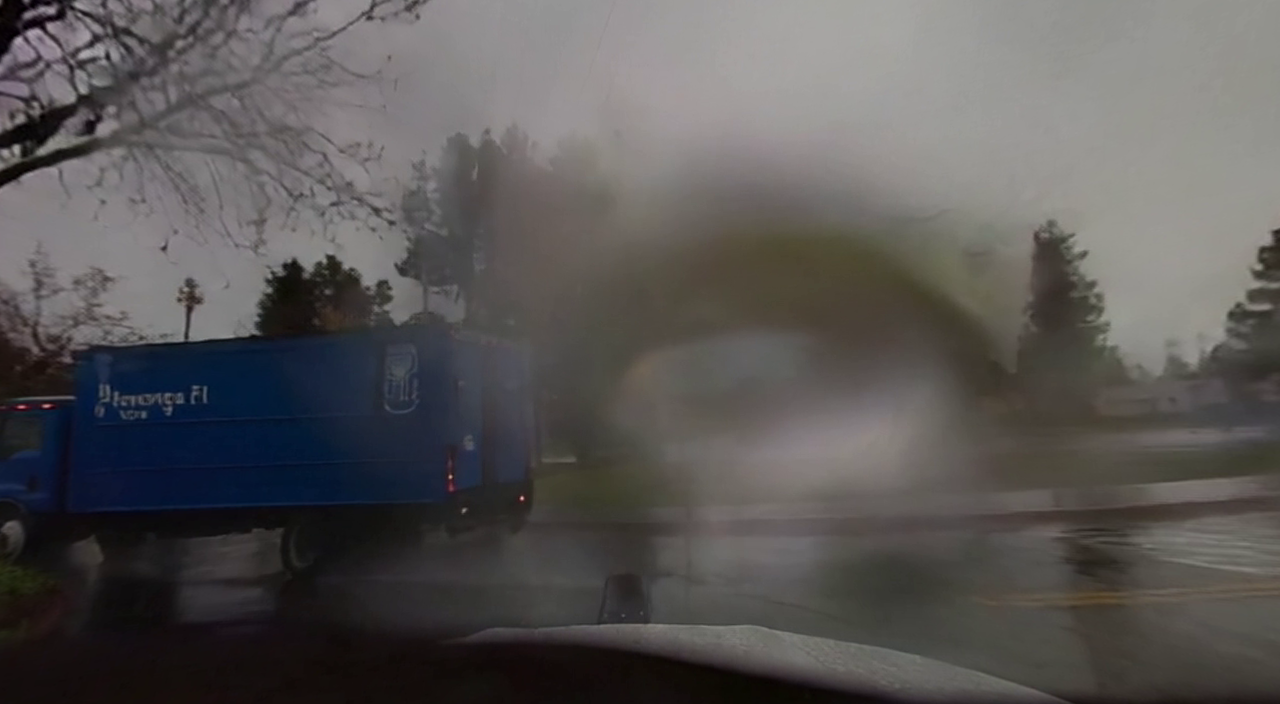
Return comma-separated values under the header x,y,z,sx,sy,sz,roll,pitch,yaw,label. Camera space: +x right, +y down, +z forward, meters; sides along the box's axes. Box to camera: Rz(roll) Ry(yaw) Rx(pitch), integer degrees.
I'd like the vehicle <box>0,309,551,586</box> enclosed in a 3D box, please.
x,y,z,sx,sy,sz,roll,pitch,yaw,label
-6.493,1.552,10.671,9.680,3.326,2.838,-3,-8,21,vehicle
